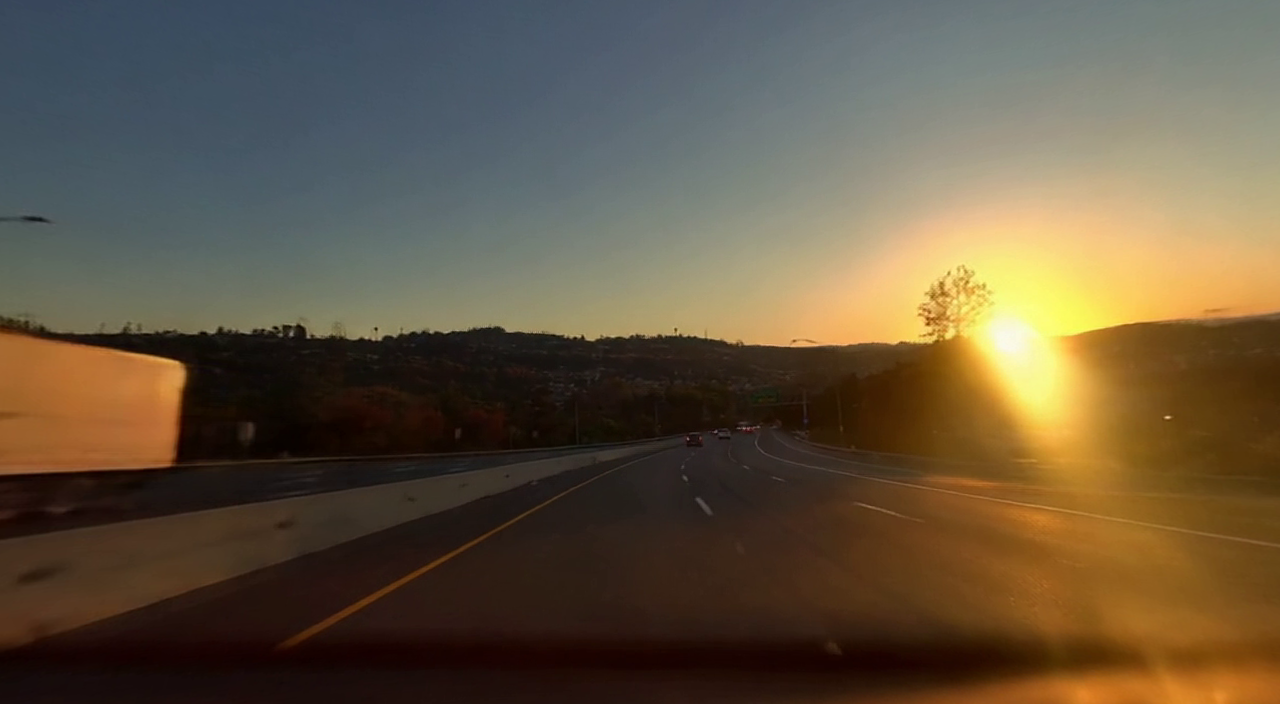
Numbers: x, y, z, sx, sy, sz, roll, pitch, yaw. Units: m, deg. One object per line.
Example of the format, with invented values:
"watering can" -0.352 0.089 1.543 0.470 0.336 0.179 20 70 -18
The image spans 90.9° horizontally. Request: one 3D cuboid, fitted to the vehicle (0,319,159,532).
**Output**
"vehicle" -14.623 0.853 8.420 2.913 4.308 16.896 0 -8 1
